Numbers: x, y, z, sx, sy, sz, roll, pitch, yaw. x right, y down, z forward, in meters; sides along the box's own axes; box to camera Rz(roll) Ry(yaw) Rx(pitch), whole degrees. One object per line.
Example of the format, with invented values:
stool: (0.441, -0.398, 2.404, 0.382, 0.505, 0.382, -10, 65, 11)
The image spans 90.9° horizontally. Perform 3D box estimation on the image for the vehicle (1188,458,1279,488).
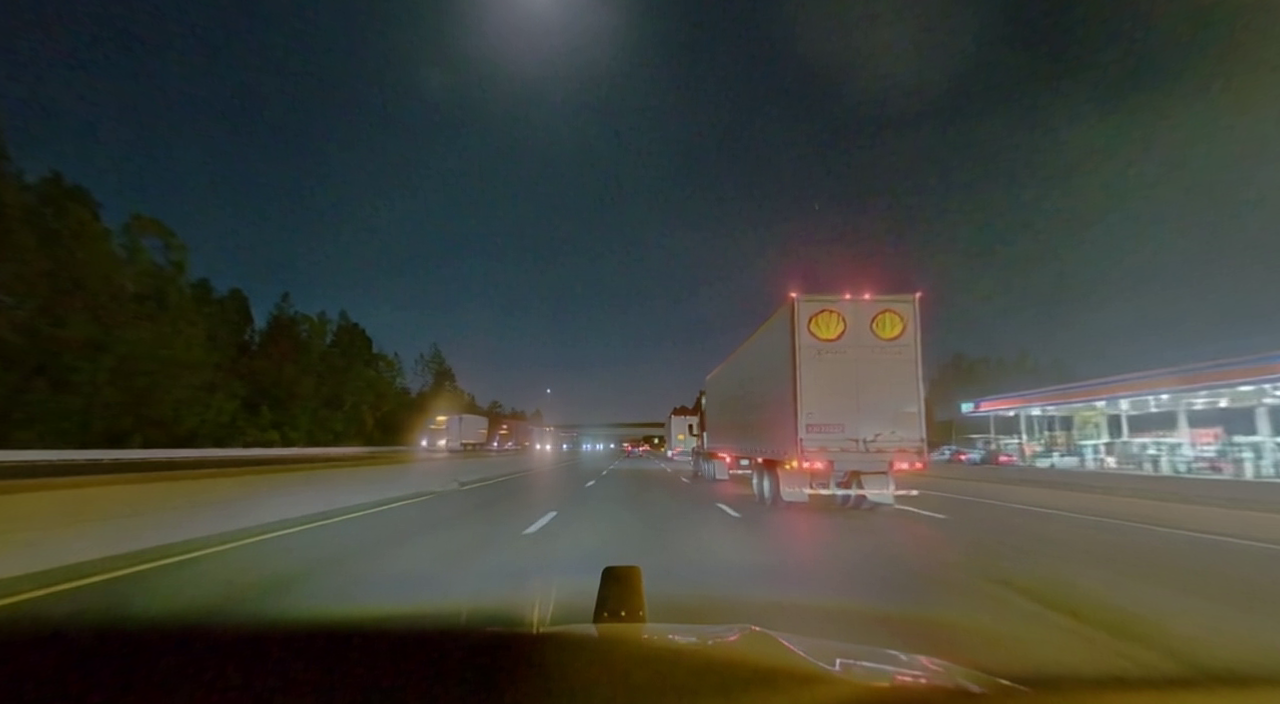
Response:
vehicle: (39.276, 7.934, 41.570, 1.939, 1.708, 4.755, 0, -9, 2)

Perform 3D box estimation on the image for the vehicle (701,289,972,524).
vehicle: (3.957, 1.938, 17.677, 2.922, 3.987, 14.038, 0, -9, -1)
